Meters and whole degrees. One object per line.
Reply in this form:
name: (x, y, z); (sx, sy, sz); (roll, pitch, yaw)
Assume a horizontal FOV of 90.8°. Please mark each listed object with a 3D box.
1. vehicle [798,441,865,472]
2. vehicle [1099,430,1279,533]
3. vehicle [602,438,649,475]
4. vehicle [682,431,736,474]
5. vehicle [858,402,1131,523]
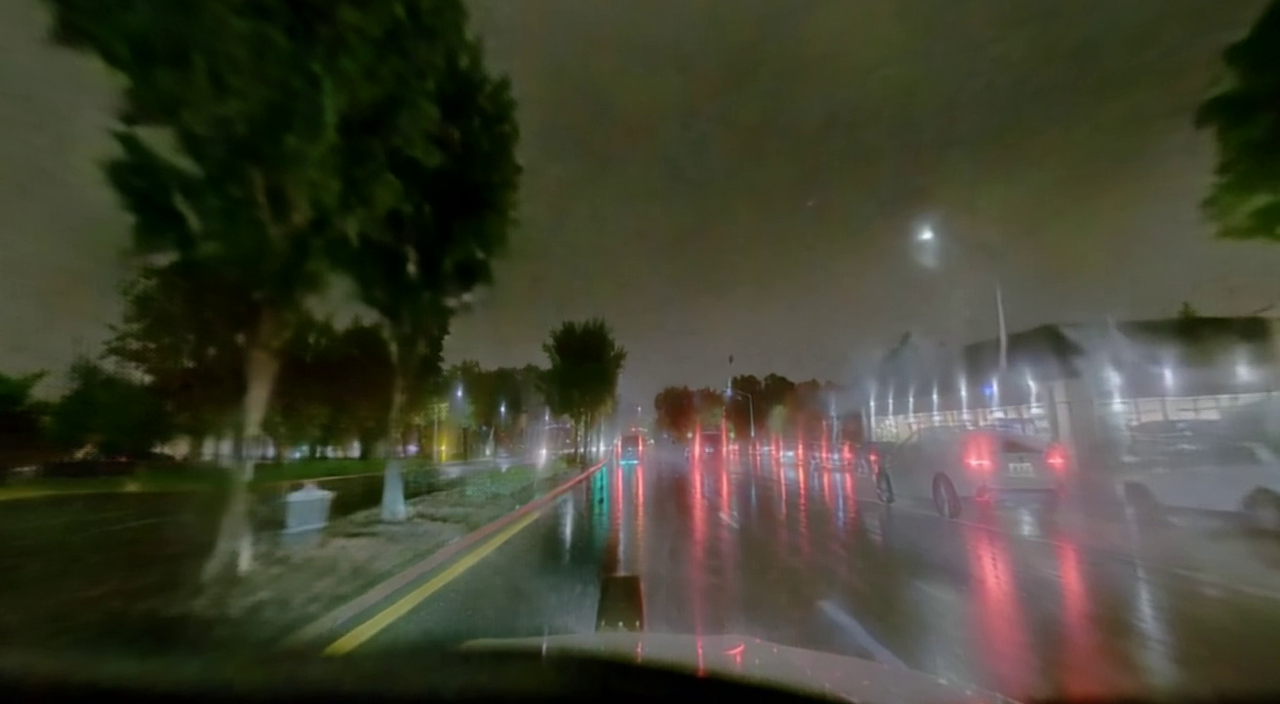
vehicle: (10.095, 5.528, 33.685); (1.898, 1.475, 4.860); (0, -8, -2)
vehicle: (10.176, 2.024, 10.262); (1.970, 1.470, 4.602); (0, -8, 0)
vehicle: (-0.657, 4.874, 29.689); (2.037, 1.568, 3.693); (0, -8, 0)
vehicle: (3.150, 4.711, 29.758); (1.955, 1.845, 4.538); (0, -8, -1)
vehicle: (6.651, 2.170, 12.964); (2.240, 1.923, 5.678); (0, -8, -1)
